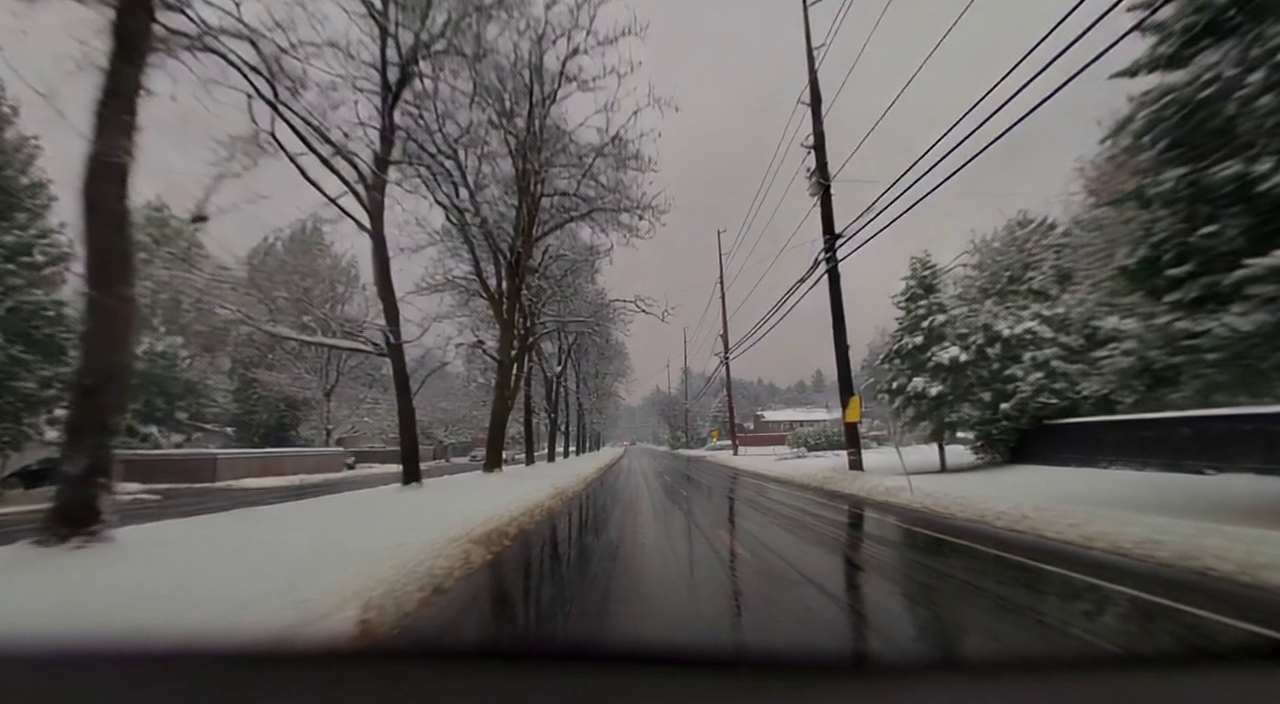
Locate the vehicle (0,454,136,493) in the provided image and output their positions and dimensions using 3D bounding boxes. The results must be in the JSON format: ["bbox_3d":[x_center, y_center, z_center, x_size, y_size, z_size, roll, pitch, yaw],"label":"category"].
[{"bbox_3d":[-26.978,5.674,29.703,4.929,1.667,1.930,0,-8,2],"label":"vehicle"}]
